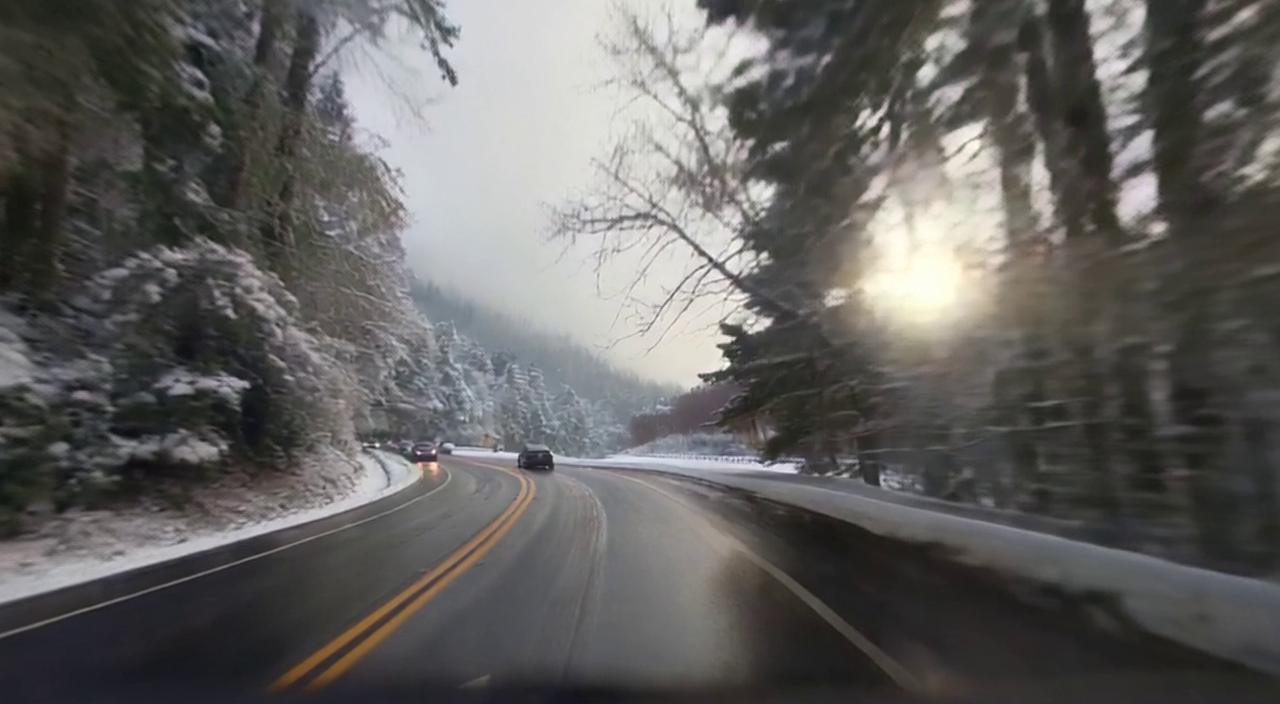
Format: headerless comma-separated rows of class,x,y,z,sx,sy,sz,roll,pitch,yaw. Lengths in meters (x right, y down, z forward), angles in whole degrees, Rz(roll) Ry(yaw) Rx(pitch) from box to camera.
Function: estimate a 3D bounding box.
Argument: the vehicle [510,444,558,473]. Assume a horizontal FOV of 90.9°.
vehicle,-6.176,6.104,36.404,2.120,1.491,4.349,3,-9,-17
